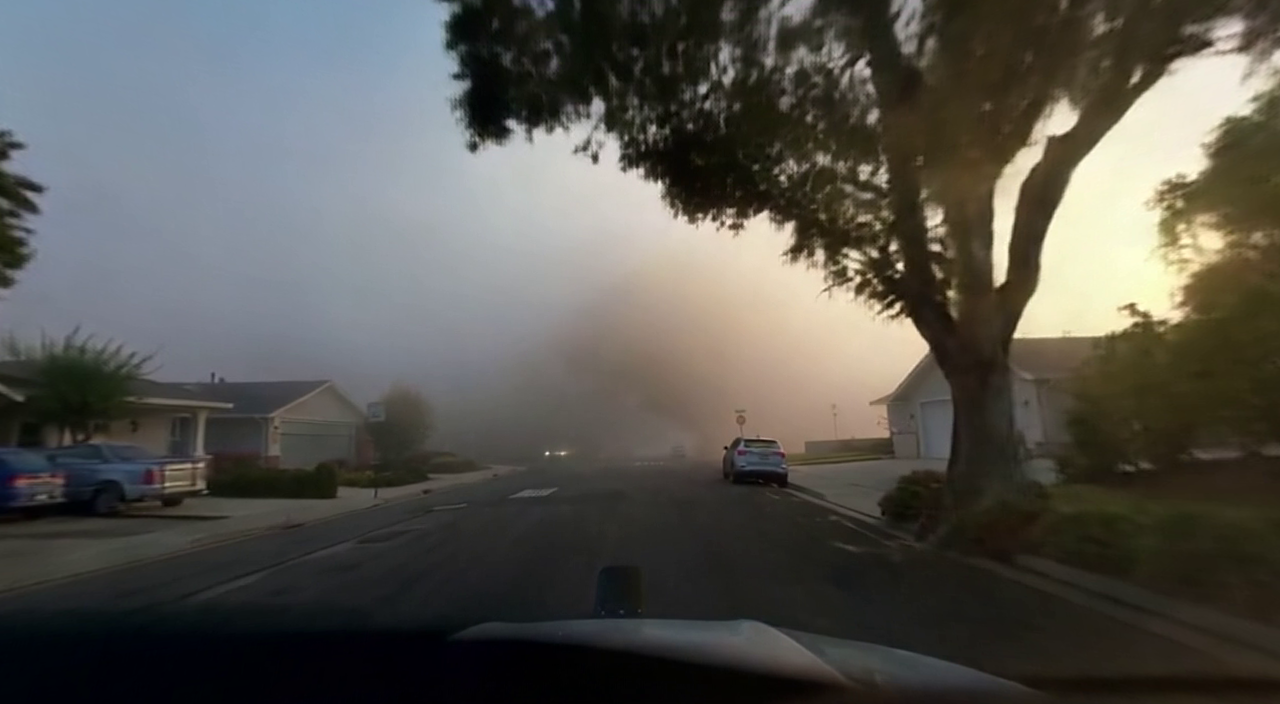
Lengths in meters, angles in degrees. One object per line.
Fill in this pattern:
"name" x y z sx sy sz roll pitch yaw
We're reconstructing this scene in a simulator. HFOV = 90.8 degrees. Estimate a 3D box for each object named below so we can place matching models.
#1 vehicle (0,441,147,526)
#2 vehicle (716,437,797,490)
"vehicle" -12.909 2.526 12.443 4.572 1.522 1.999 1 -9 -4
"vehicle" 3.656 3.572 20.583 1.975 1.528 4.000 0 -9 2
